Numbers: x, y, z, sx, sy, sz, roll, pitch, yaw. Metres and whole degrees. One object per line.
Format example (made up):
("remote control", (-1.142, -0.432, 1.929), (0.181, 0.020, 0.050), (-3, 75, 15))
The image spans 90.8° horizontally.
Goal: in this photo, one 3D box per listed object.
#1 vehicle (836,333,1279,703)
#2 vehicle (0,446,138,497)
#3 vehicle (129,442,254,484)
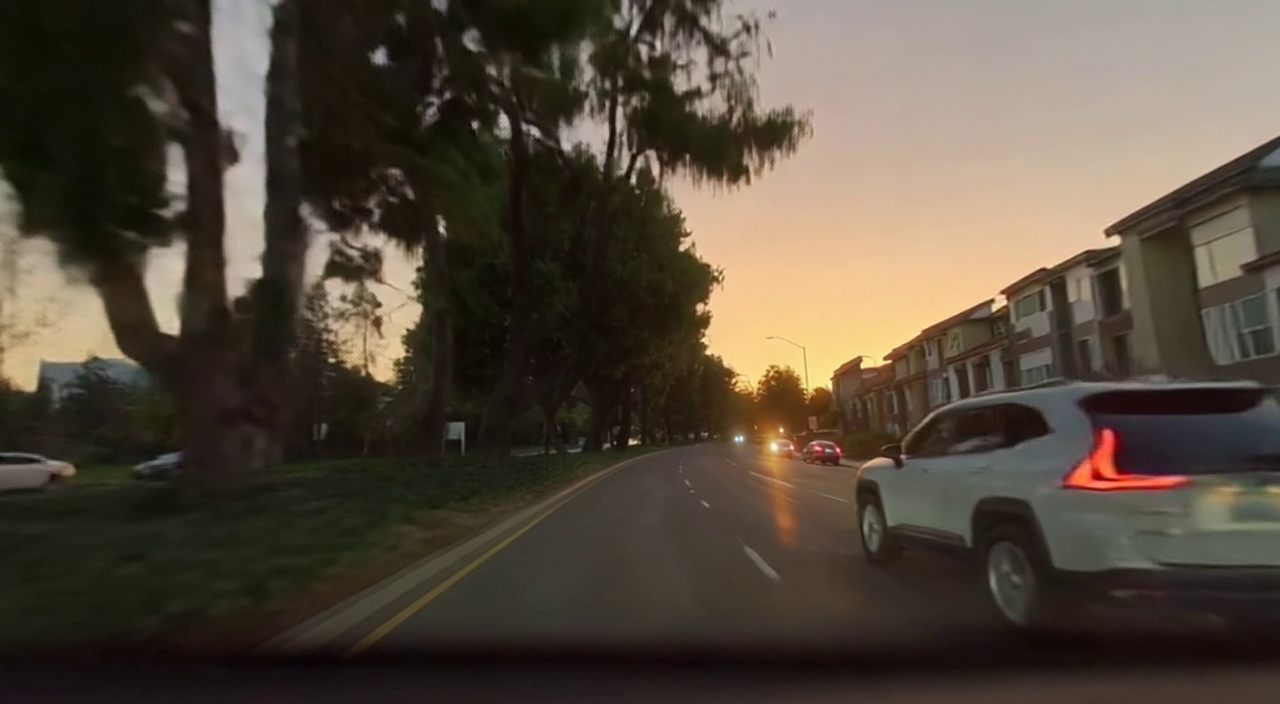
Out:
("vehicle", (3.489, 1.146, 5.166), (2.215, 1.812, 4.569), (0, -8, -1))
("vehicle", (-19.071, 3.823, 20.551), (1.829, 1.452, 4.562), (-2, -9, -1))
("vehicle", (-18.684, 4.671, 26.636), (1.908, 1.500, 4.470), (-3, -10, 2))
